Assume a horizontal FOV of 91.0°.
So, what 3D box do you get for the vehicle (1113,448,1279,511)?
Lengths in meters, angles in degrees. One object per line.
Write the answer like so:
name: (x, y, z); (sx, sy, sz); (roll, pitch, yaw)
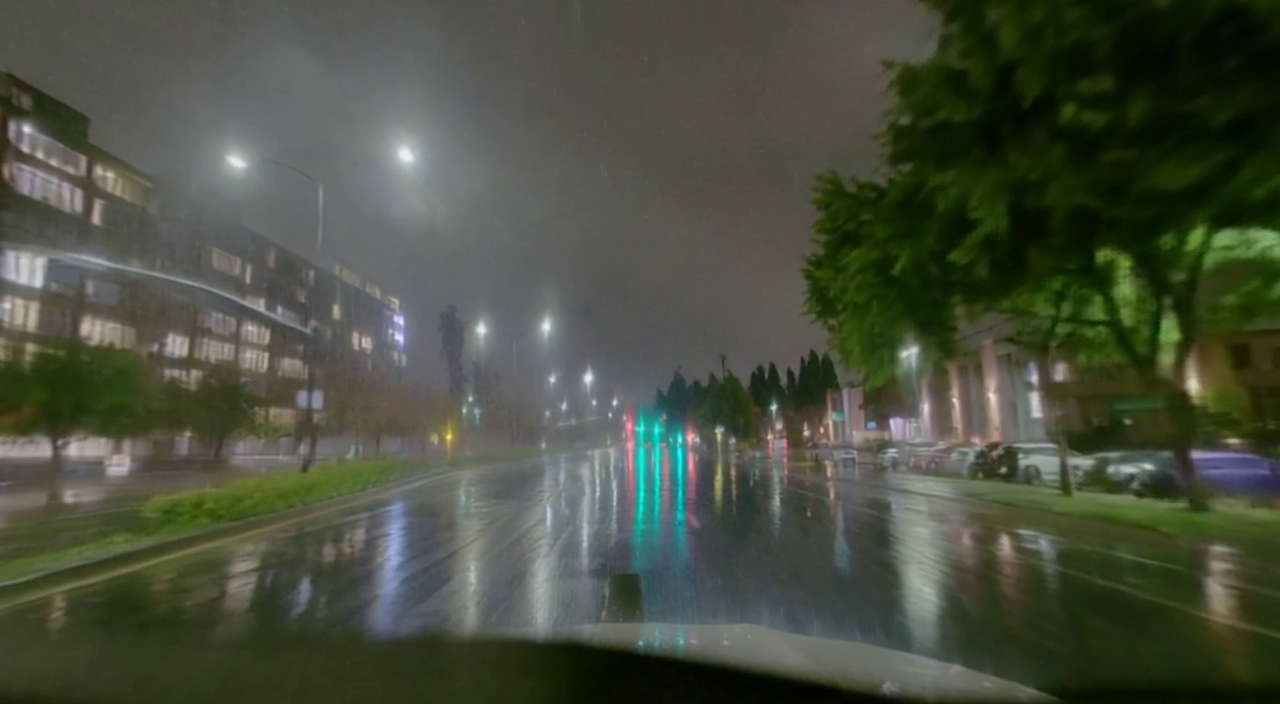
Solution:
vehicle: (15.206, 3.236, 16.224); (4.331, 1.469, 2.008); (0, -9, 2)
